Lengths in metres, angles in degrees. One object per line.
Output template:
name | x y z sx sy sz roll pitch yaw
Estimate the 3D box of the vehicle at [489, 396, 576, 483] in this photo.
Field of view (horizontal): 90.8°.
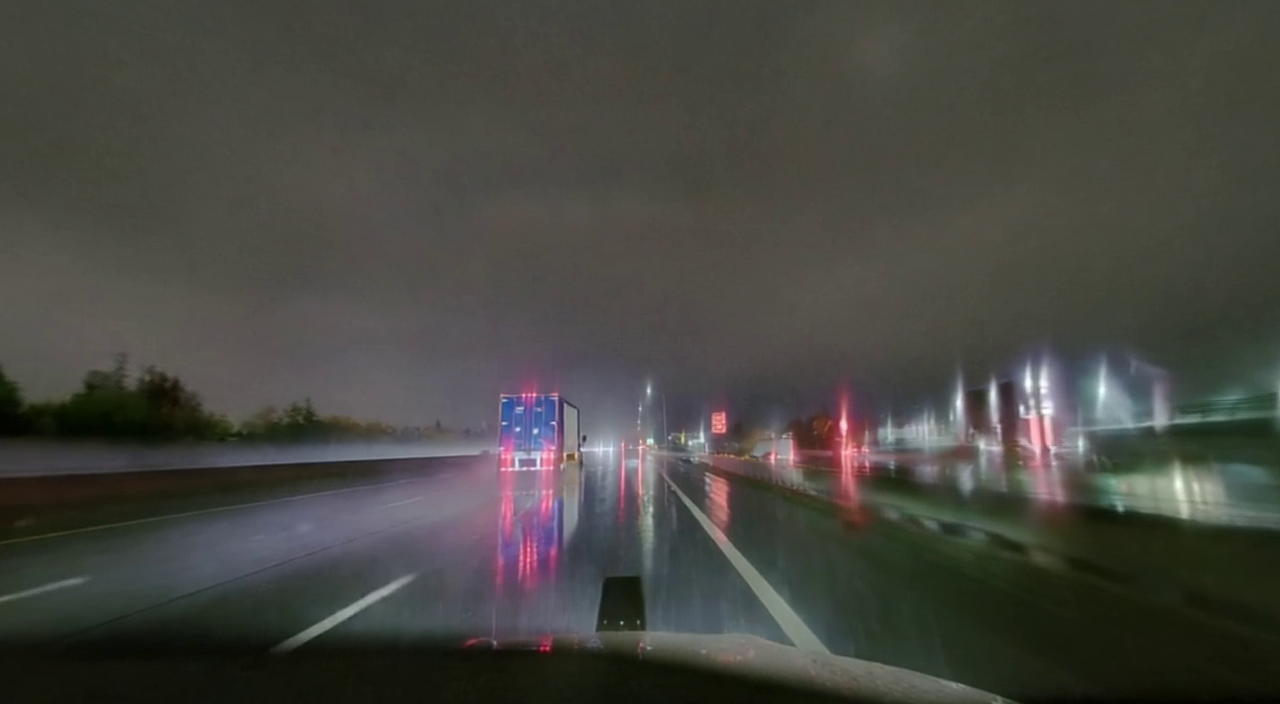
vehicle | -4.665 4.050 29.001 2.707 3.461 7.191 0 -9 0
